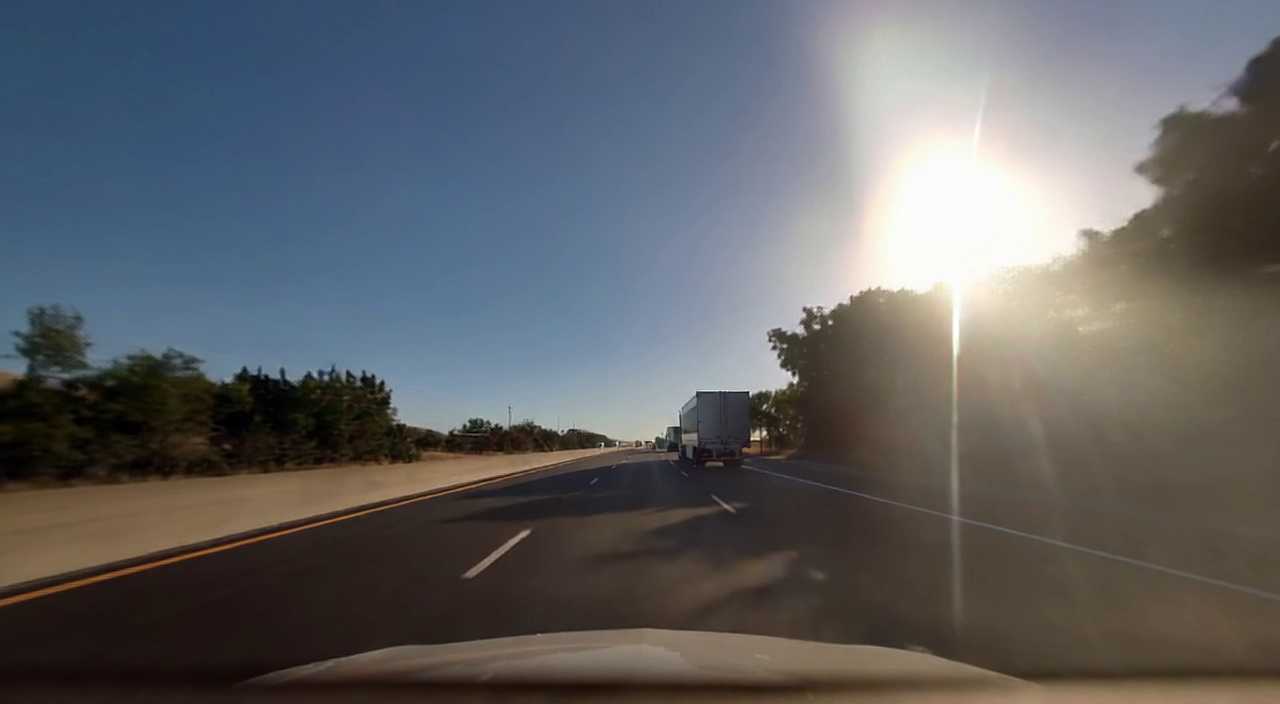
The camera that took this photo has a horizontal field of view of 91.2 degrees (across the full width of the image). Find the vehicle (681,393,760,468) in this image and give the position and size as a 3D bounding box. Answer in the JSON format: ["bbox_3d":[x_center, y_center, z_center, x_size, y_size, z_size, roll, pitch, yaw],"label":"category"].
[{"bbox_3d":[4.767,5.242,40.719,3.485,3.975,14.489,0,-8,1],"label":"vehicle"}]
